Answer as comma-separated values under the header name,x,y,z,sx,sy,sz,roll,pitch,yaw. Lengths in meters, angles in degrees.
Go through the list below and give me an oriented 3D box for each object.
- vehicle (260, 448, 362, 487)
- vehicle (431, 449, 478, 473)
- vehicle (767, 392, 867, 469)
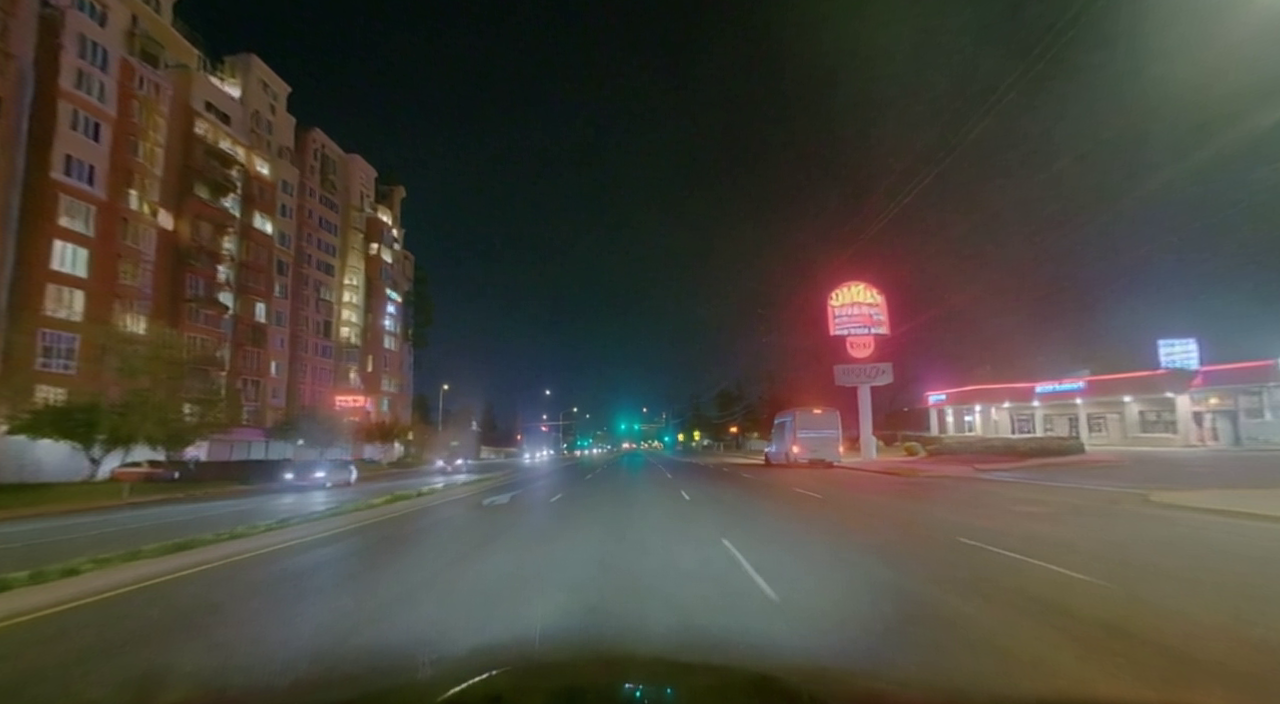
name,x,y,z,sx,sy,sz,roll,pitch,yaw
vehicle,-14.693,5.240,28.548,1.841,1.543,4.680,-2,-11,4
vehicle,-12.437,7.307,42.626,1.901,1.465,4.604,0,-8,-2
vehicle,9.818,4.620,36.297,3.174,3.794,9.019,-1,-9,1
